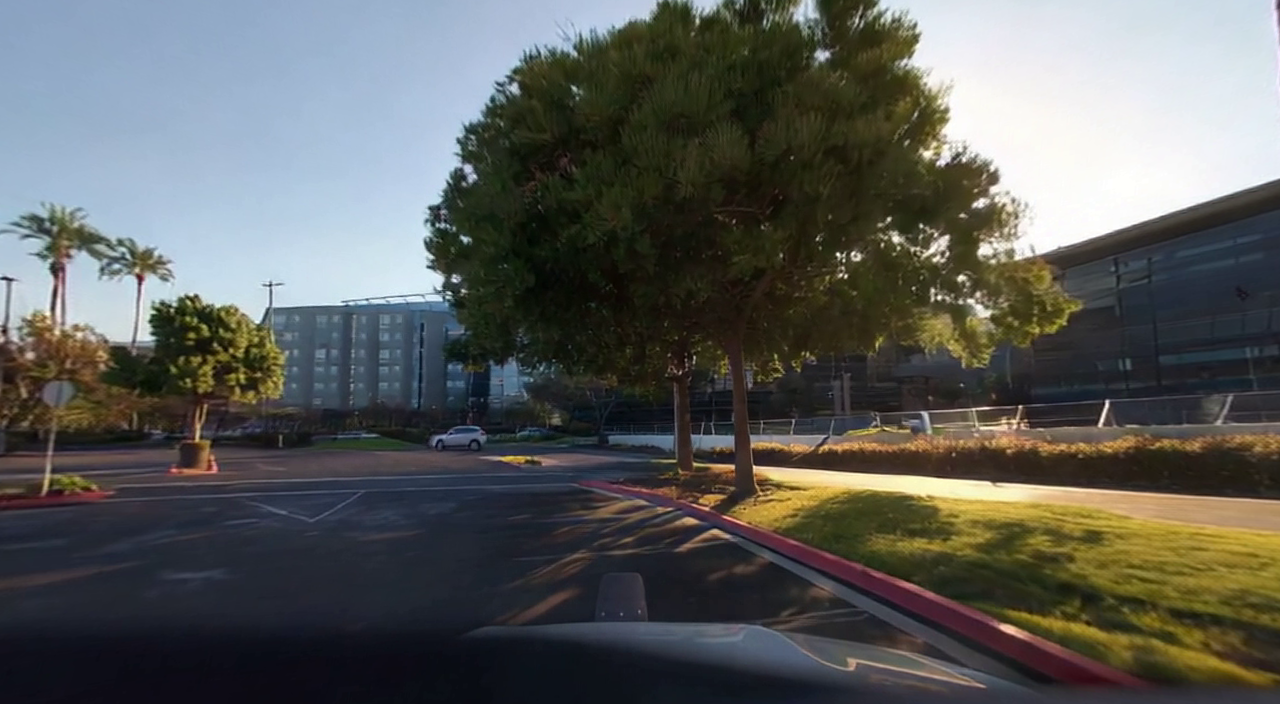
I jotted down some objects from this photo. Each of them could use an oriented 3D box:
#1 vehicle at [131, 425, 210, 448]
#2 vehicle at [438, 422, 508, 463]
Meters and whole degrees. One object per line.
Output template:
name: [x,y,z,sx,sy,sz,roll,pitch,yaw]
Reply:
vehicle: [-34.563,6.260,46.549,4.457,1.552,1.748,7,-11,-40]
vehicle: [-7.589,4.080,28.380,2.071,1.700,4.367,4,-10,-27]
